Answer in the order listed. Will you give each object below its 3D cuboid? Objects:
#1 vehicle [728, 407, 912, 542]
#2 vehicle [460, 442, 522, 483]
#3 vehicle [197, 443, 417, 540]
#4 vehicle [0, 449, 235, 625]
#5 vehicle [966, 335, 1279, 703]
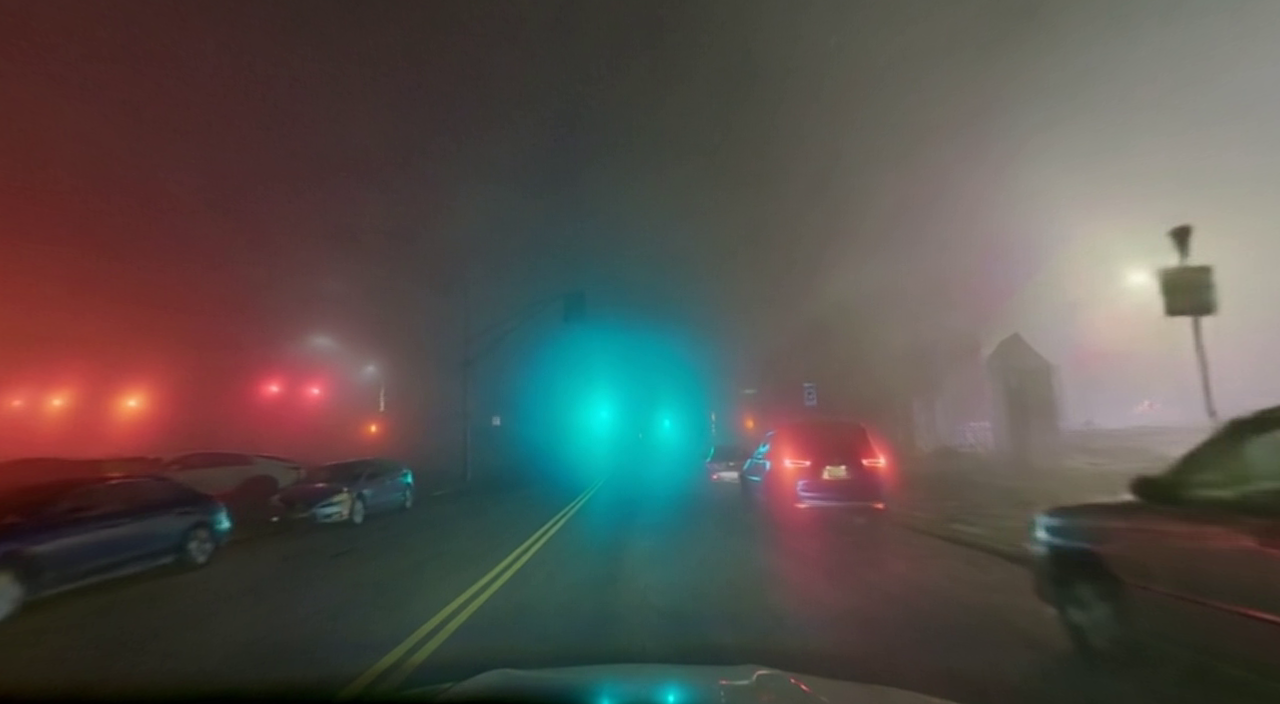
[{"bbox_3d":[2.830,2.035,11.184,1.954,1.845,4.682,-1,-8,1],"label":"vehicle"},{"bbox_3d":[-6.877,5.112,29.589,1.893,1.758,4.019,-1,-8,0],"label":"vehicle"},{"bbox_3d":[-6.589,2.799,13.327,2.033,1.523,4.867,-3,-9,0],"label":"vehicle"},{"bbox_3d":[-6.603,1.832,6.727,1.723,1.520,4.439,0,-8,-2],"label":"vehicle"},{"bbox_3d":[3.402,0.746,1.997,1.886,1.740,5.167,0,-8,-1],"label":"vehicle"}]
